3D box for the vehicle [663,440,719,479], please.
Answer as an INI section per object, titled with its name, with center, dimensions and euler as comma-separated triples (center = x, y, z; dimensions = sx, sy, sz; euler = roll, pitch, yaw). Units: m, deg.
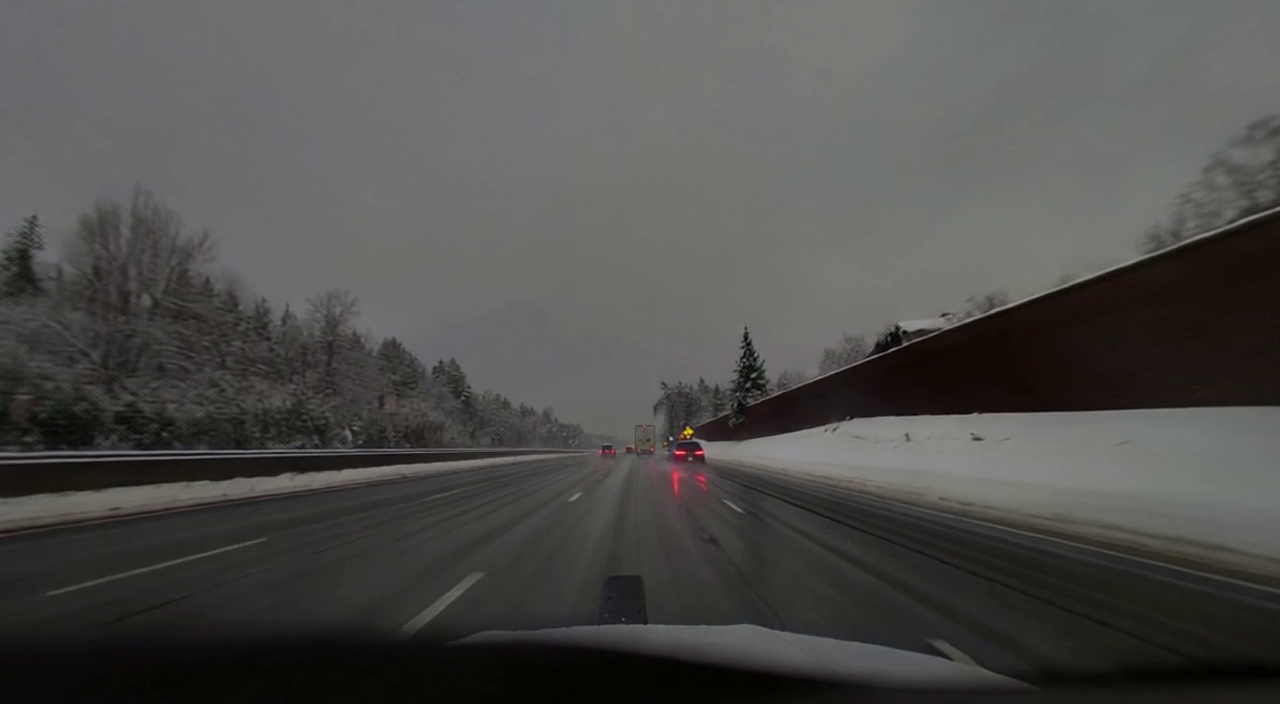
[vehicle]
center = 2.130, 4.659, 27.505
dimensions = 1.973, 1.536, 4.337
euler = 0, -9, -1
